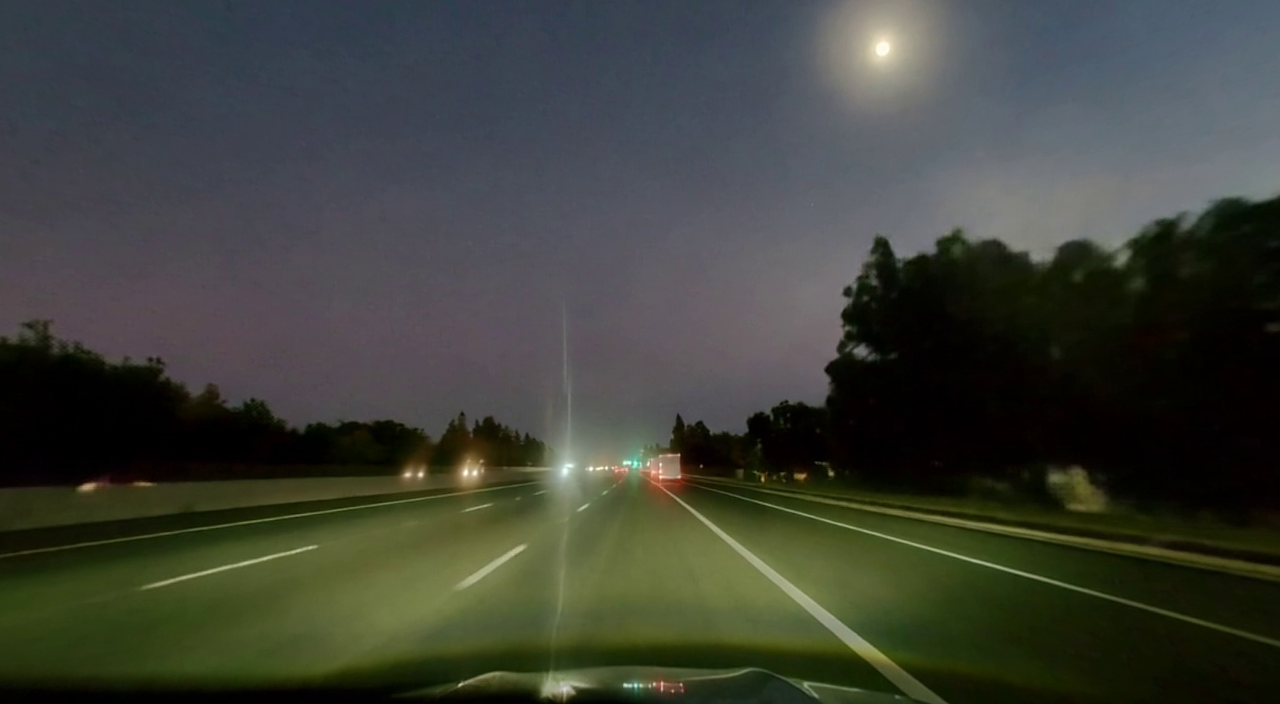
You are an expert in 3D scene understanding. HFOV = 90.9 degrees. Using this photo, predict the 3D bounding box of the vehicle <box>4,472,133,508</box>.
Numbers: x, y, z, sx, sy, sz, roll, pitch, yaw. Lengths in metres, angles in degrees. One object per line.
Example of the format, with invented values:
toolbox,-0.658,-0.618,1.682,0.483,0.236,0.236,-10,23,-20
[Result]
vehicle,-26.667,6.434,29.665,1.857,1.530,4.453,1,-10,0
